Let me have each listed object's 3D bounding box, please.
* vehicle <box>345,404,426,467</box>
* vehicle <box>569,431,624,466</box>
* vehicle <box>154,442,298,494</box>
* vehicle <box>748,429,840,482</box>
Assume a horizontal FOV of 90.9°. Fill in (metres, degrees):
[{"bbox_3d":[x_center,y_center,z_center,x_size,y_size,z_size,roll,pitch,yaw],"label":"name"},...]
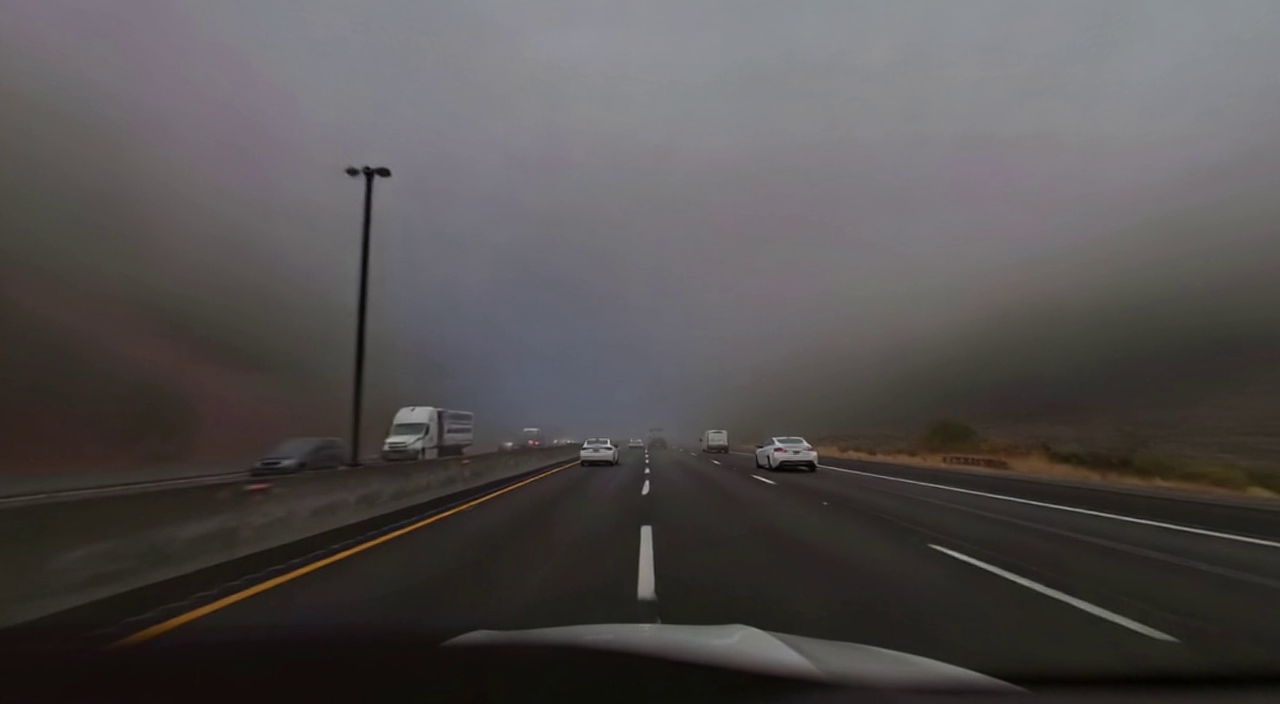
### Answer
[{"bbox_3d":[-17.325,5.747,43.405,2.991,3.986,5.935,0,-8,0],"label":"vehicle"},{"bbox_3d":[-1.920,4.426,29.064,2.204,1.486,4.121,0,-8,0],"label":"vehicle"},{"bbox_3d":[-13.289,3.717,20.614,1.786,1.470,4.249,0,-8,1],"label":"vehicle"},{"bbox_3d":[4.680,3.174,19.710,1.806,1.469,3.681,0,-8,-2],"label":"vehicle"}]
